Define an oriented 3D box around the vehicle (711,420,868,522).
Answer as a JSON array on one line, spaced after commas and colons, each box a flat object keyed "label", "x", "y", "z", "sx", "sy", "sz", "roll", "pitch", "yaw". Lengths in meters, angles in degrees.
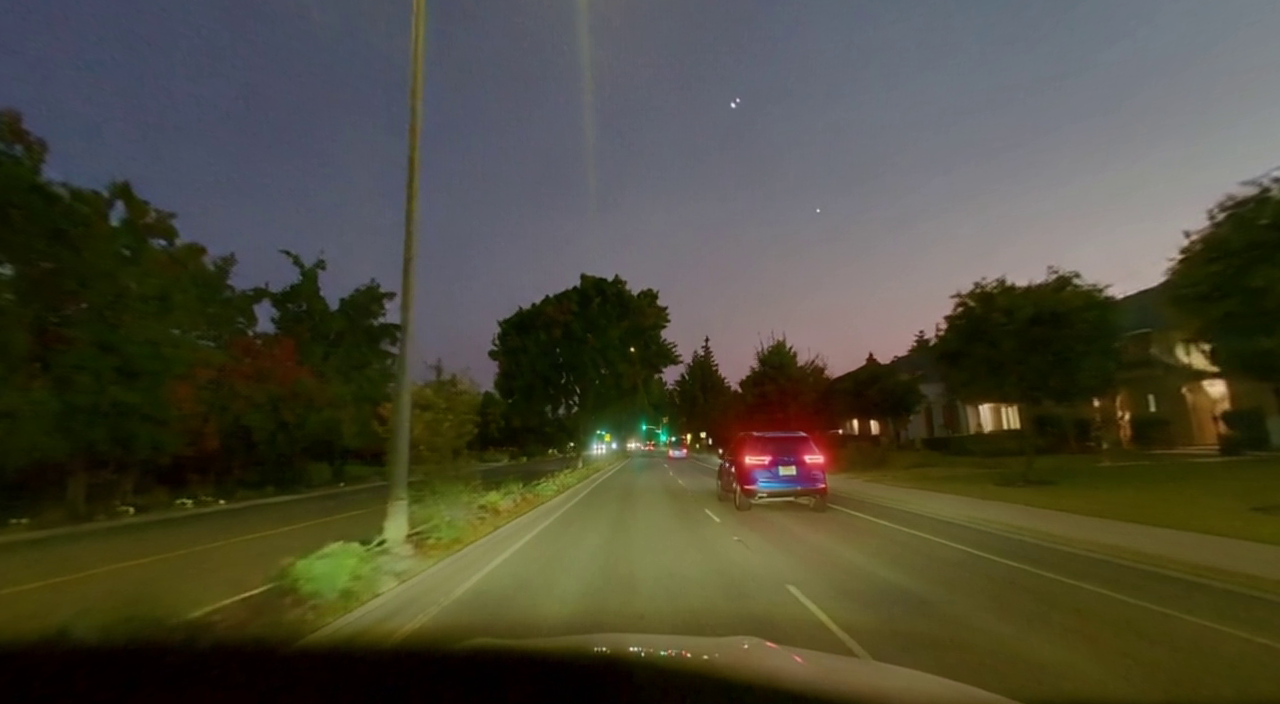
[{"label": "vehicle", "x": 2.912, "y": 2.462, "z": 13.534, "sx": 2.180, "sy": 1.773, "sz": 4.639, "roll": 0, "pitch": -9, "yaw": -1}]
